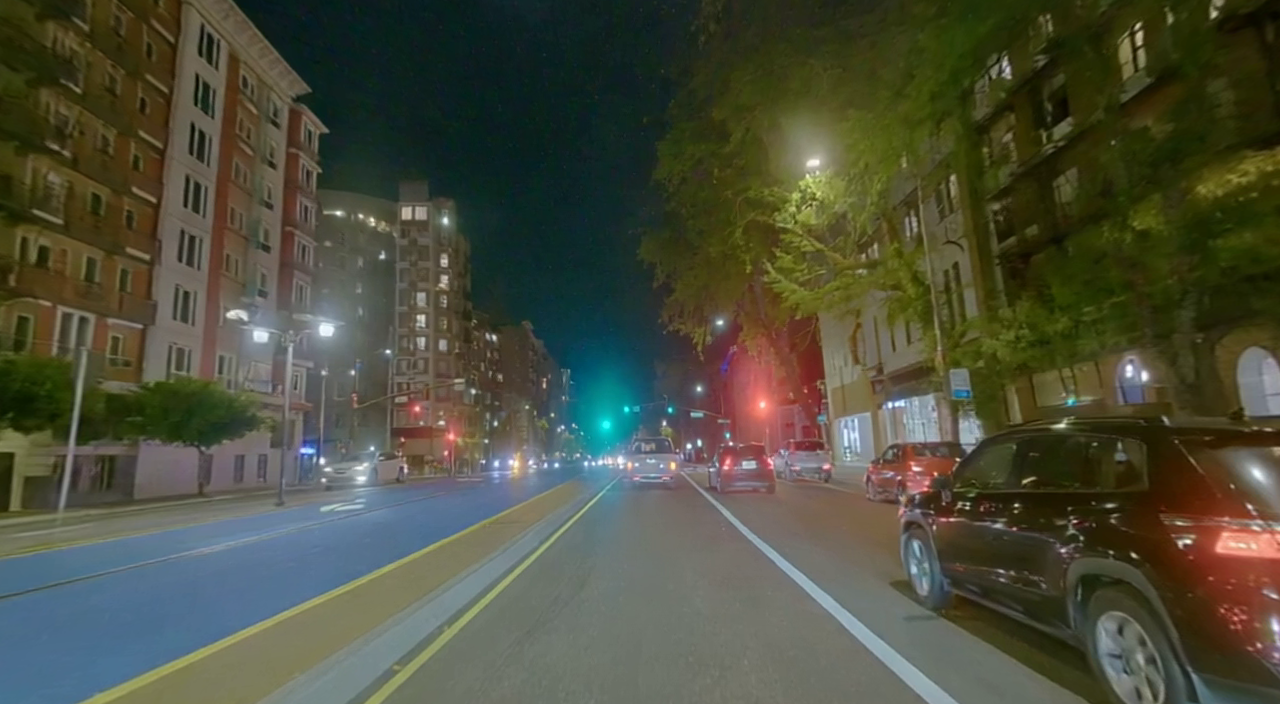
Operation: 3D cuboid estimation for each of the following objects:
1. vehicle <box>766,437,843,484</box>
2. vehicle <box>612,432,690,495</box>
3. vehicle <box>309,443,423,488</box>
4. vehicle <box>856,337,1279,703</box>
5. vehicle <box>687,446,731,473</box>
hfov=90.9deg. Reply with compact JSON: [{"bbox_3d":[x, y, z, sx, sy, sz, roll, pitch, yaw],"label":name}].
[{"bbox_3d":[6.789,4.534,26.608,2.066,1.790,4.663,0,-9,1],"label":"vehicle"},{"bbox_3d":[0.335,3.481,19.962,2.209,1.748,4.130,0,-9,1],"label":"vehicle"},{"bbox_3d":[-13.672,5.698,32.151,2.640,2.054,6.504,-1,-9,3],"label":"vehicle"},{"bbox_3d":[3.122,1.111,4.169,1.939,1.746,4.091,0,-9,1],"label":"vehicle"},{"bbox_3d":[3.868,6.084,35.914,2.045,1.465,4.355,0,-9,0],"label":"vehicle"}]
